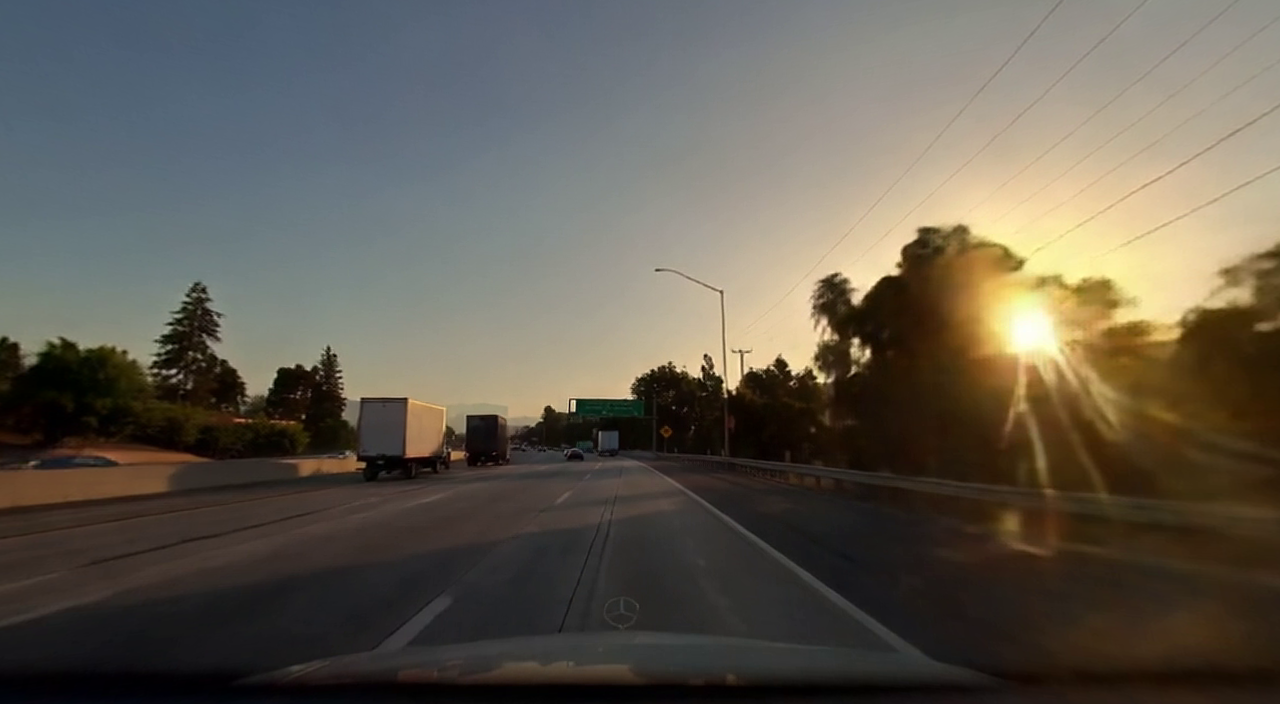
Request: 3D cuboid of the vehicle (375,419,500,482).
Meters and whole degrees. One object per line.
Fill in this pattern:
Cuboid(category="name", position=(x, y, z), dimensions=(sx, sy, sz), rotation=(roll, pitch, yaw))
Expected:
Cuboid(category="vehicle", position=(-10.205, 5.273, 34.246), dimensions=(3.270, 2.674, 14.547), rotation=(1, -9, -5))

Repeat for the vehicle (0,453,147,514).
Cuboid(category="vehicle", position=(-16.866, 3.681, 18.201), dimensions=(1.842, 1.452, 4.612), rotation=(0, -8, -3))
